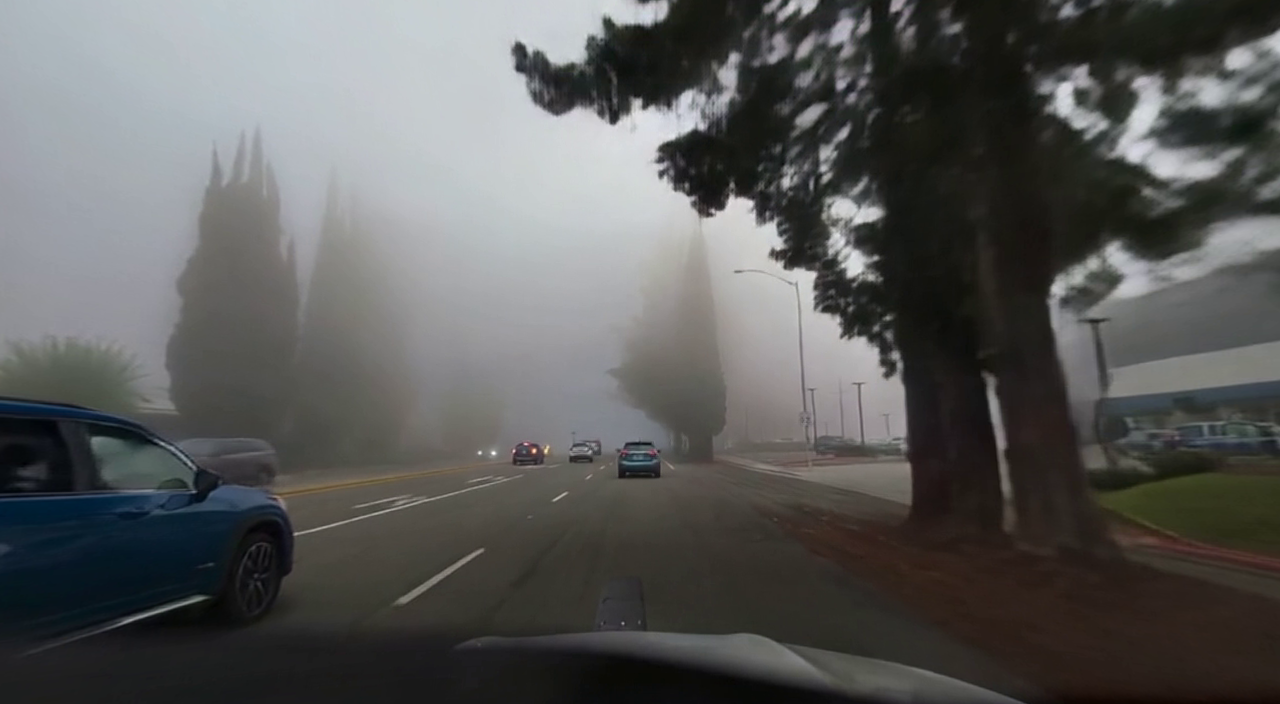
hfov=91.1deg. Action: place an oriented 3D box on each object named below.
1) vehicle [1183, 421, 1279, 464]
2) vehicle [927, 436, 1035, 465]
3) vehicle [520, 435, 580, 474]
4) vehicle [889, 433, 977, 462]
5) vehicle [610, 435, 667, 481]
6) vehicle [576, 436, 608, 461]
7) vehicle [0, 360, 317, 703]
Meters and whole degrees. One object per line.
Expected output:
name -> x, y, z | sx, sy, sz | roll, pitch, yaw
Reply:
vehicle -> 28.723, 4.270, 29.559 | 4.173, 1.920, 2.168 | 0, -9, -1
vehicle -> 17.640, 5.123, 32.578 | 4.460, 1.449, 1.959 | 0, -8, -2
vehicle -> -4.132, 4.799, 29.617 | 2.113, 1.713, 4.422 | 0, -8, 1
vehicle -> 17.391, 5.684, 37.365 | 4.290, 1.664, 1.893 | 1, -8, -4
vehicle -> -0.049, 4.101, 24.516 | 2.042, 1.641, 4.187 | 0, -8, 0
vehicle -> -3.604, 7.343, 47.701 | 2.047, 1.810, 4.414 | 0, -8, 1
vehicle -> -3.751, 0.928, 3.107 | 2.070, 1.641, 4.152 | 0, -8, 0
